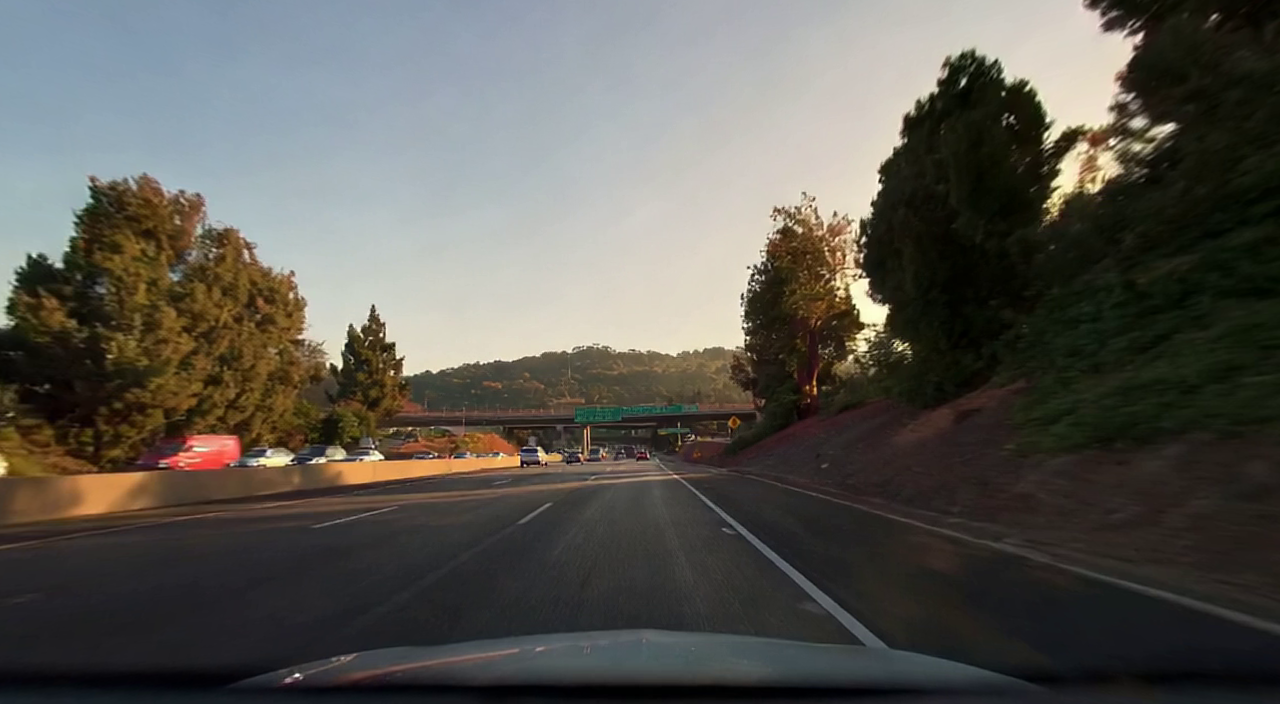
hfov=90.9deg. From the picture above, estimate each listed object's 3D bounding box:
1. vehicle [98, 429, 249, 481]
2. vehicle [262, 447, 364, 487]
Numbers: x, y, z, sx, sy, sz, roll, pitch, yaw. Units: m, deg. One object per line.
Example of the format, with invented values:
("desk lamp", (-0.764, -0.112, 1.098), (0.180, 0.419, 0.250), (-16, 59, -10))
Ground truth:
("vehicle", (-20.766, 4.632, 28.580), (2.053, 2.088, 6.081), (0, -8, 1))
("vehicle", (-16.889, 5.927, 33.041), (2.170, 1.891, 5.744), (0, -8, 1))
